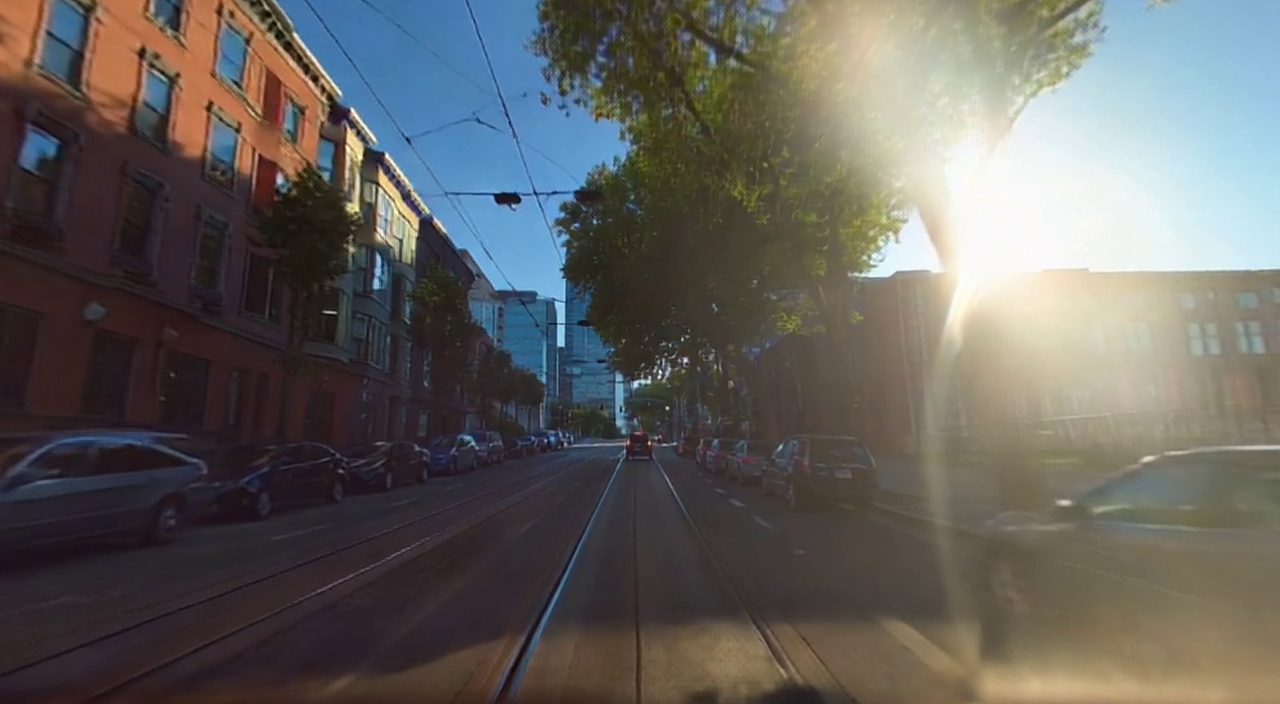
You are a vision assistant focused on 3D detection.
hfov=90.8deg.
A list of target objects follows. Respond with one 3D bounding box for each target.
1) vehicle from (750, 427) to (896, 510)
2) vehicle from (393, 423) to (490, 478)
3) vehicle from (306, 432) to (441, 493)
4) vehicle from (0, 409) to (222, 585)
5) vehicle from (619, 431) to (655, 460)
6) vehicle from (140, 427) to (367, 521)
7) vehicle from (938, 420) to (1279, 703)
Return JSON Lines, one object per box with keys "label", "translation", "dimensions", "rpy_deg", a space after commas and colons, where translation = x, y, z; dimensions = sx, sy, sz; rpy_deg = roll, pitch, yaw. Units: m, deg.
{"label": "vehicle", "translation": [3.865, 2.541, 14.208], "dimensions": [1.890, 1.559, 4.281], "rpy_deg": [0, -9, -2]}
{"label": "vehicle", "translation": [-7.289, 3.695, 23.820], "dimensions": [2.049, 1.821, 5.066], "rpy_deg": [0, -9, 0]}
{"label": "vehicle", "translation": [-7.378, 3.104, 18.125], "dimensions": [1.833, 1.477, 4.851], "rpy_deg": [0, -9, -1]}
{"label": "vehicle", "translation": [-7.316, 1.535, 7.208], "dimensions": [1.861, 1.751, 4.550], "rpy_deg": [1, -6, 2]}
{"label": "vehicle", "translation": [-0.187, 5.383, 36.341], "dimensions": [1.984, 1.571, 3.404], "rpy_deg": [0, -9, 0]}
{"label": "vehicle", "translation": [-7.332, 2.393, 12.659], "dimensions": [1.756, 1.492, 4.426], "rpy_deg": [1, -10, -1]}
{"label": "vehicle", "translation": [3.815, 1.187, 3.787], "dimensions": [1.838, 1.475, 4.163], "rpy_deg": [0, -9, -3]}
